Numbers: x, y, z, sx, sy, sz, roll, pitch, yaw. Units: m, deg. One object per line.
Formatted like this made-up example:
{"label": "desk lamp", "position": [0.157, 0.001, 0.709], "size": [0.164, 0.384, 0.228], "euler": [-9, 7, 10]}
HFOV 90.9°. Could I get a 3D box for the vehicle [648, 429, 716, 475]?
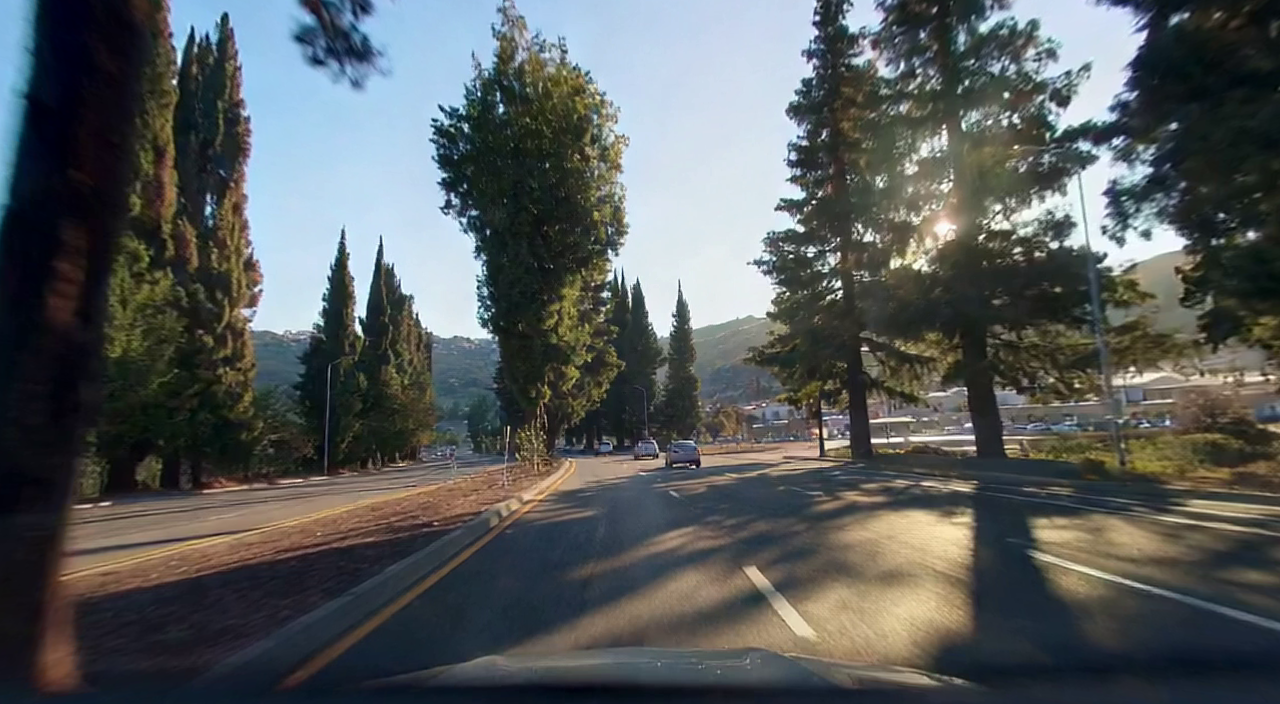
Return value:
{"label": "vehicle", "position": [1.638, 4.146, 26.325], "size": [2.253, 1.756, 4.313], "euler": [0, -8, -4]}
